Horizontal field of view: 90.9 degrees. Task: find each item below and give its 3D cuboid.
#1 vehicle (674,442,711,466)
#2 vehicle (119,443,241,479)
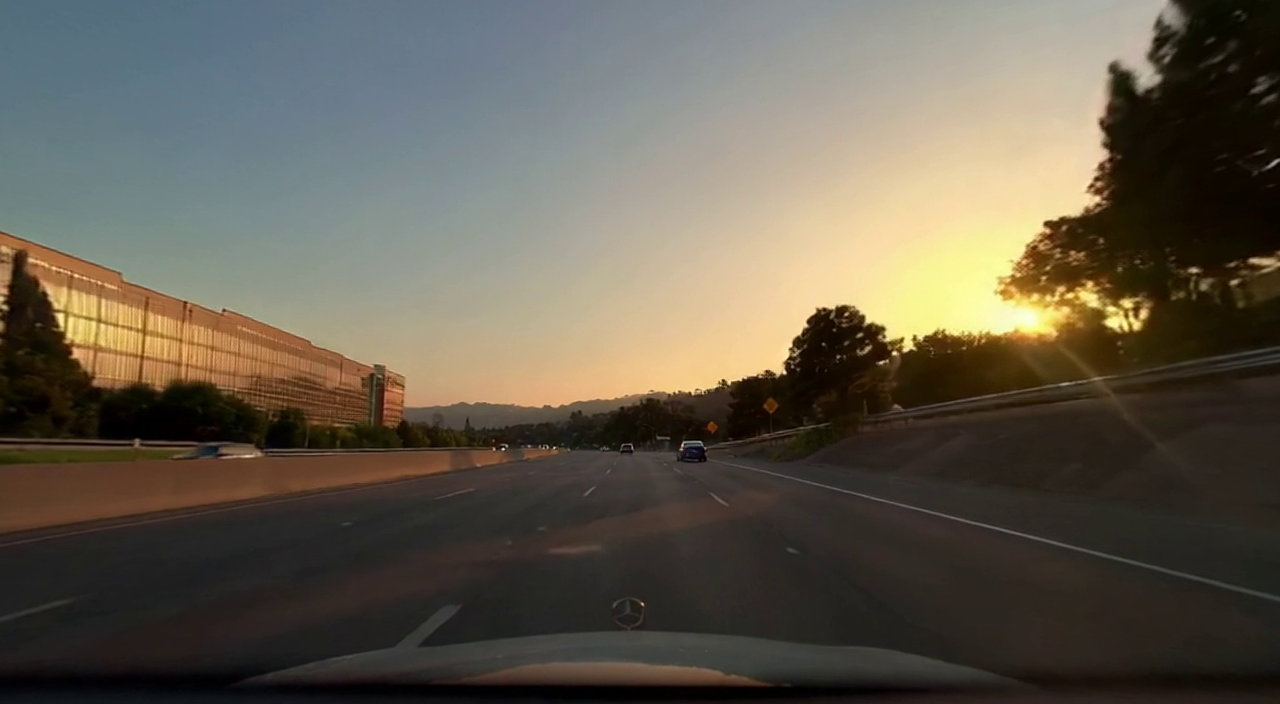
[{"bbox_3d":[3.358,6.593,41.063,1.926,1.477,4.025,0,-8,-2],"label":"vehicle"},{"bbox_3d":[-20.308,4.807,28.139,1.950,1.474,4.549,0,-8,0],"label":"vehicle"}]
